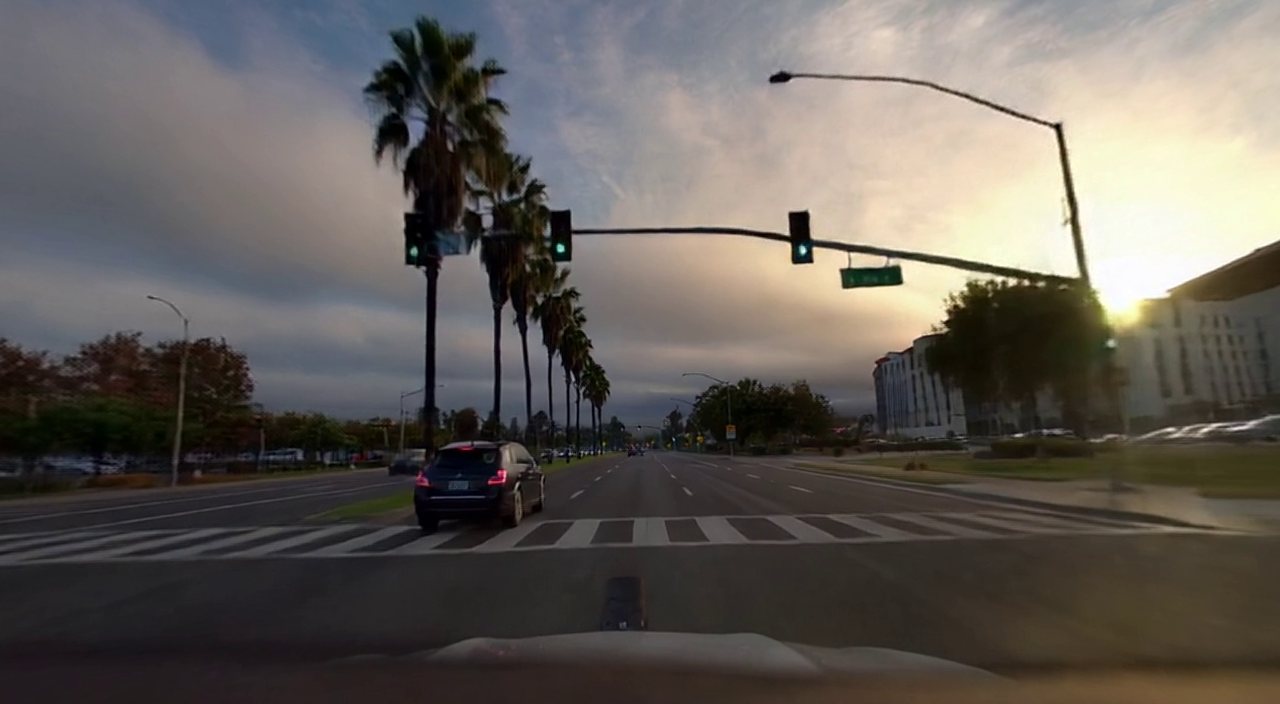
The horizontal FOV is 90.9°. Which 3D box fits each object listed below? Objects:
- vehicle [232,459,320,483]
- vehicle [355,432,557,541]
[{"bbox_3d":[-24.674,8.095,42.850,4.603,1.480,2.167,0,-8,1],"label":"vehicle"},{"bbox_3d":[-2.958,2.279,11.472,2.162,1.549,4.795,0,-8,1],"label":"vehicle"}]
